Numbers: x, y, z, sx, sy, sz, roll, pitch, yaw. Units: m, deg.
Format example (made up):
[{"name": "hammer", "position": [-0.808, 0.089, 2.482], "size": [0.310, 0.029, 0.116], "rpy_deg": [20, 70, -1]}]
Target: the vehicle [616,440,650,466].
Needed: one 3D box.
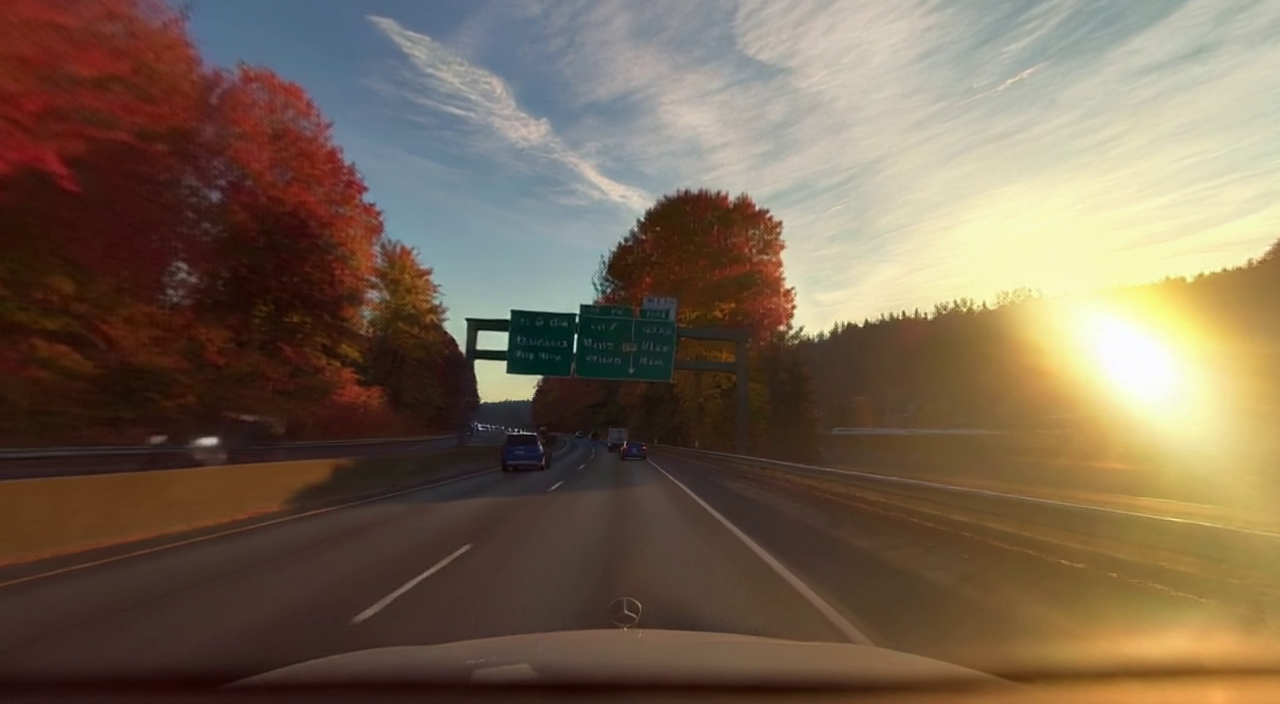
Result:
[{"name": "vehicle", "position": [-0.453, 6.121, 38.453], "size": [1.939, 1.497, 3.863], "rpy_deg": [0, -8, -2]}]

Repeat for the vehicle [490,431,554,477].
[{"name": "vehicle", "position": [-4.777, 4.200, 26.108], "size": [1.924, 1.720, 4.195], "rpy_deg": [0, -8, -1]}]
